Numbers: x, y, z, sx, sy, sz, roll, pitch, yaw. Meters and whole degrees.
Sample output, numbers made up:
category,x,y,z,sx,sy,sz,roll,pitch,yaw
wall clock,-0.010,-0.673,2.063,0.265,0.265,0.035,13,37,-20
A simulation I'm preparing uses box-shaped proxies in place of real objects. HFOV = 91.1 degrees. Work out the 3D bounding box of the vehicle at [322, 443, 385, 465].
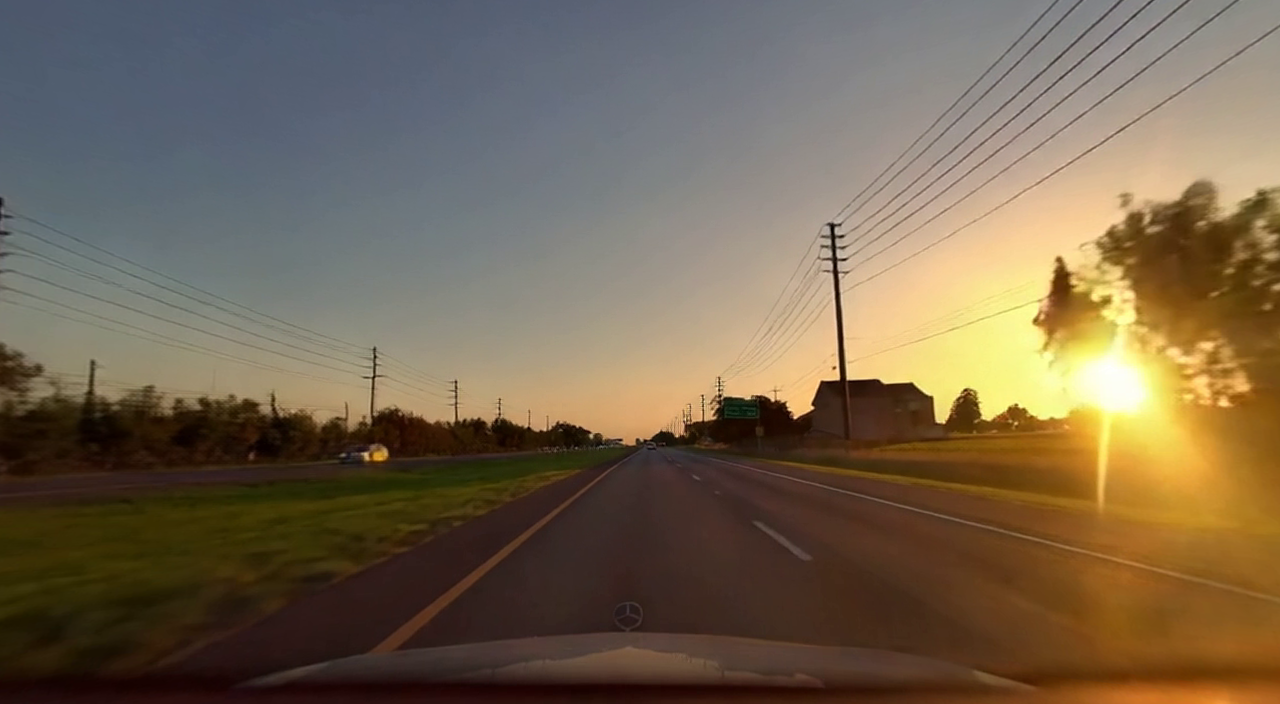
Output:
category,x,y,z,sx,sy,sz,roll,pitch,yaw
vehicle,-19.897,7.087,43.832,2.025,1.469,4.826,0,-8,1
